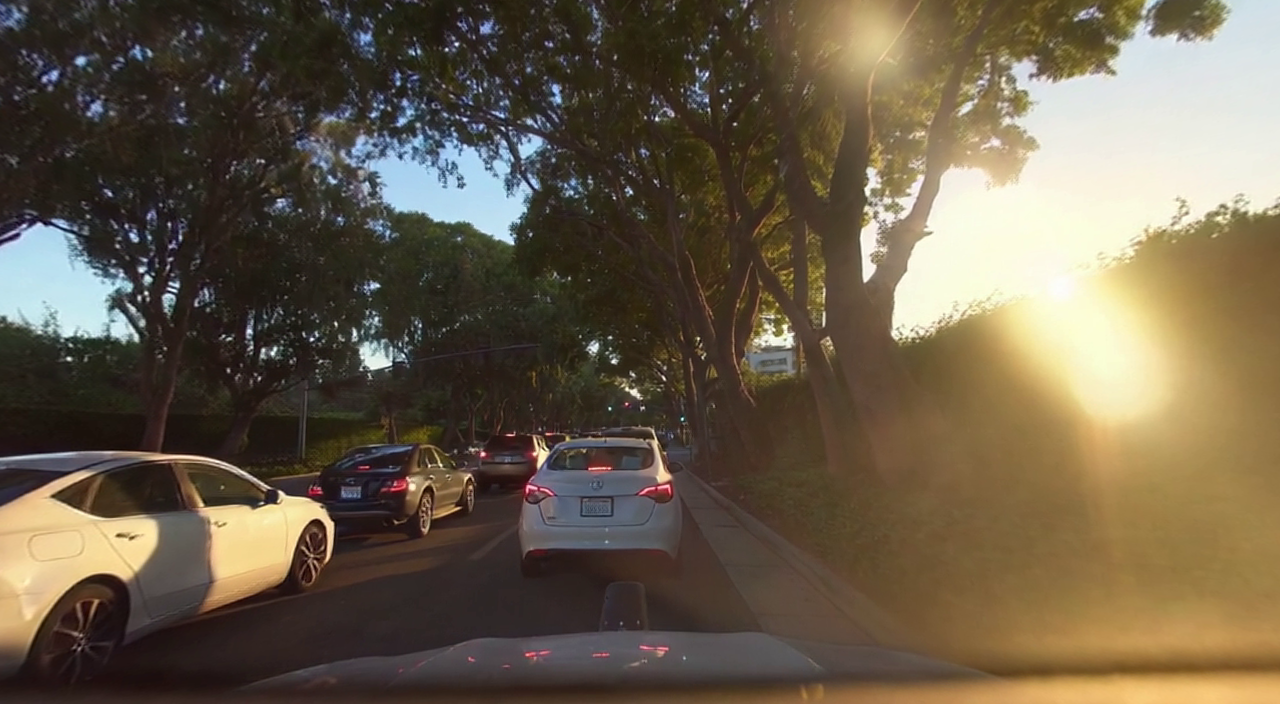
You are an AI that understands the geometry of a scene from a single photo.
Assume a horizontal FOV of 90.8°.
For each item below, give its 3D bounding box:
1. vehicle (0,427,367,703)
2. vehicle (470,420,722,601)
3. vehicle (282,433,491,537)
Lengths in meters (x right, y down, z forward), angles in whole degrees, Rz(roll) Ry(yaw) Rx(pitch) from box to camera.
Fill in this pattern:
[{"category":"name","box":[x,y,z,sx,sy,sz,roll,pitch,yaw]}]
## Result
[{"category":"vehicle","box":[-3.810,1.295,4.539,1.784,1.408,4.141,0,-8,1]},{"category":"vehicle","box":[-0.421,1.649,7.475,2.127,1.517,4.090,0,-8,-1]},{"category":"vehicle","box":[-4.252,2.280,11.543,1.898,1.503,4.453,0,-8,1]}]
